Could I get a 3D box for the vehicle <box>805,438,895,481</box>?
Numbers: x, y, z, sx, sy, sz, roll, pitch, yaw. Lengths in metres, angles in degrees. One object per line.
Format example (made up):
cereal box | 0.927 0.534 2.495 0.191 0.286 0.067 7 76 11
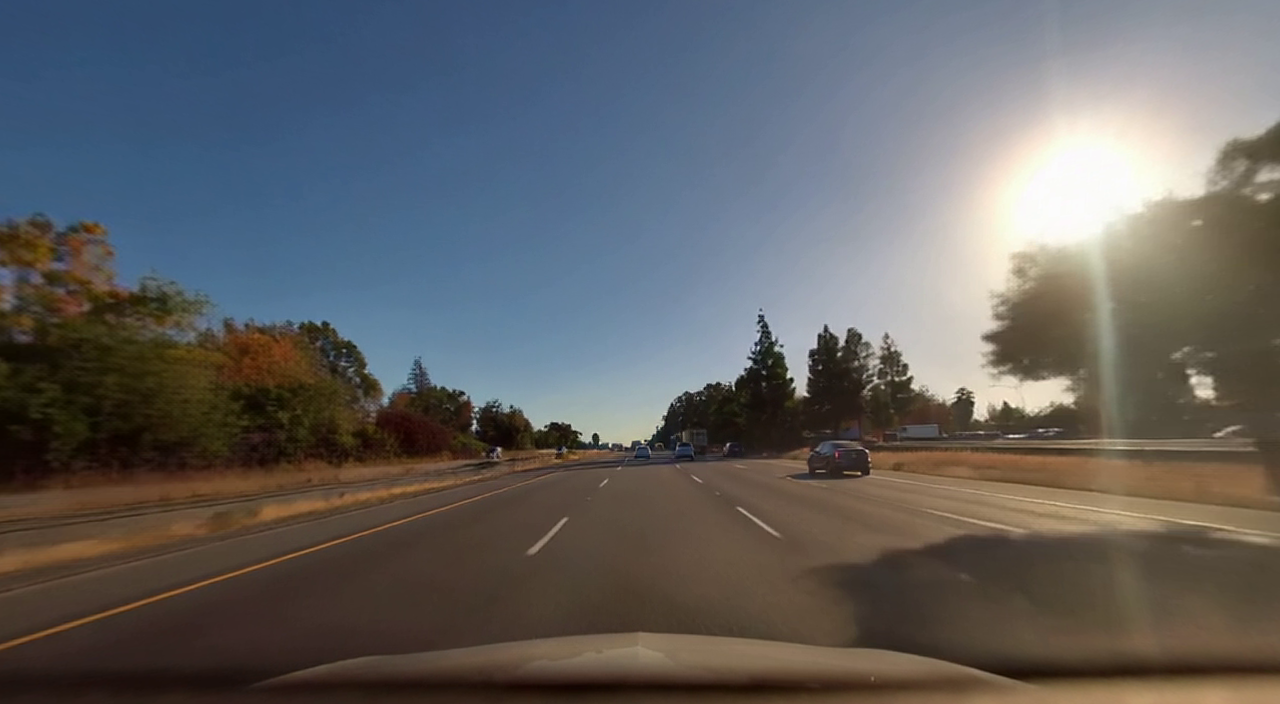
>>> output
vehicle | 8.120 4.183 24.821 1.989 1.526 4.443 0 -9 0
